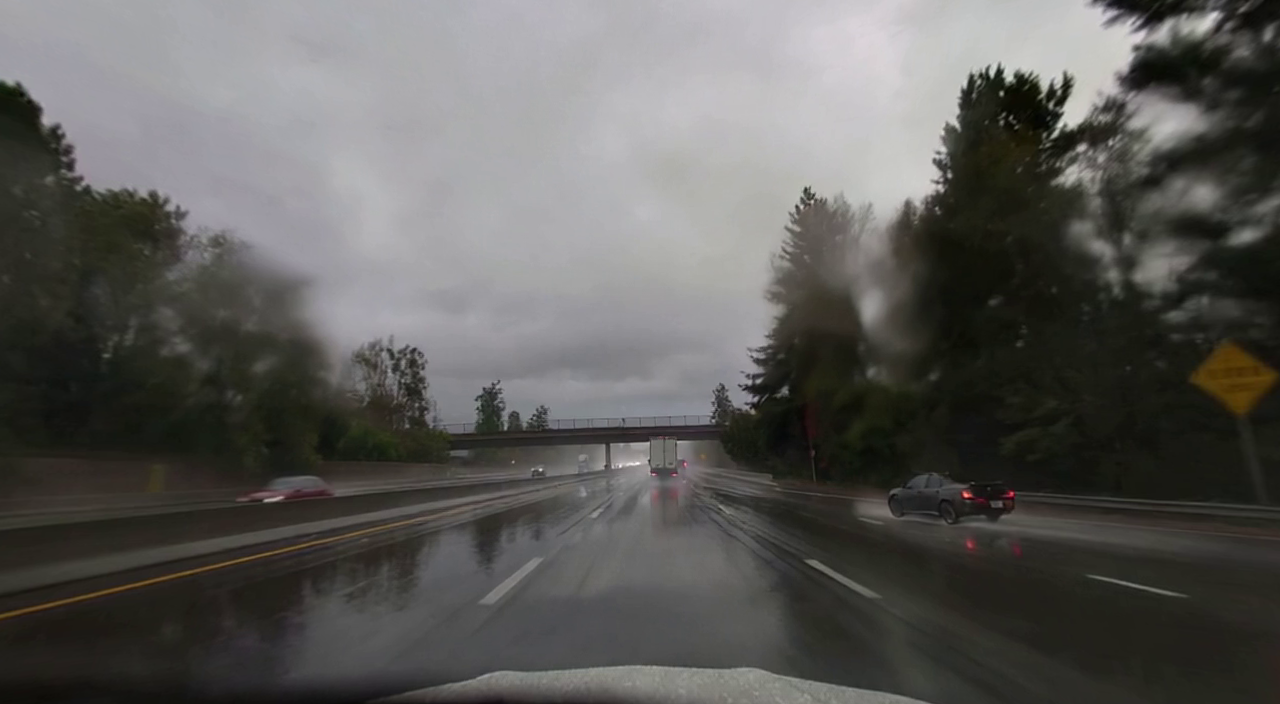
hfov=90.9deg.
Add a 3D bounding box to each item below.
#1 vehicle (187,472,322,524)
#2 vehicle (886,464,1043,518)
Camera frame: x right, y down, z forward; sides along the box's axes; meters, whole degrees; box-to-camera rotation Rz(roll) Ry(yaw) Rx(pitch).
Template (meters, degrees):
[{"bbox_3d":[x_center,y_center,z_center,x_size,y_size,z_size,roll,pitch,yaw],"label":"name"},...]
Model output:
[{"bbox_3d":[-12.128,4.595,20.162,1.851,1.413,3.769,1,-11,1],"label":"vehicle"},{"bbox_3d":[9.859,4.238,19.571,1.949,1.468,4.145,4,-11,-15],"label":"vehicle"}]
